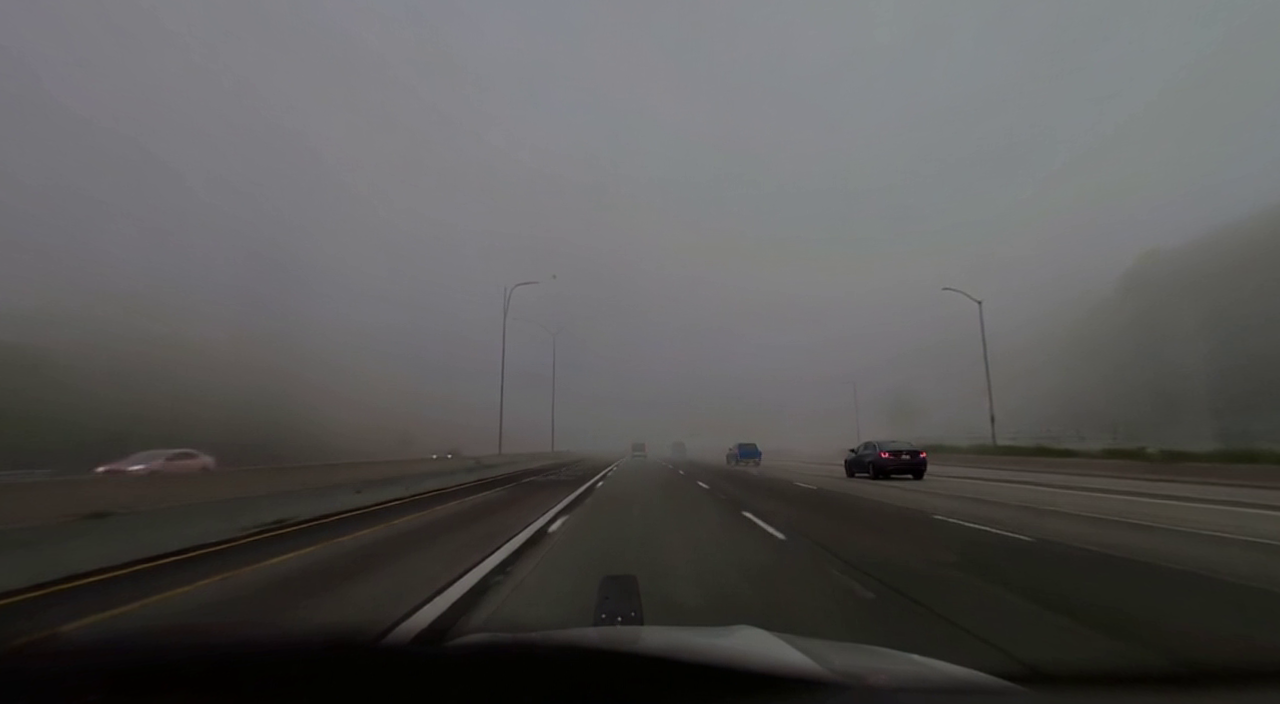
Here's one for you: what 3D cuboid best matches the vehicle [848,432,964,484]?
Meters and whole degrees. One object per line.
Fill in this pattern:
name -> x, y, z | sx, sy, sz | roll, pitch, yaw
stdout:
vehicle -> 10.931, 4.409, 26.477 | 2.387, 1.936, 5.646 | 0, -9, 0

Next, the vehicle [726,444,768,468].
vehicle -> 7.315, 7.139, 43.343 | 2.053, 1.553, 4.463 | 0, -9, -1

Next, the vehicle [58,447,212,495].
vehicle -> -19.862, 4.660, 25.140 | 2.019, 1.701, 4.913 | 0, -9, 1
